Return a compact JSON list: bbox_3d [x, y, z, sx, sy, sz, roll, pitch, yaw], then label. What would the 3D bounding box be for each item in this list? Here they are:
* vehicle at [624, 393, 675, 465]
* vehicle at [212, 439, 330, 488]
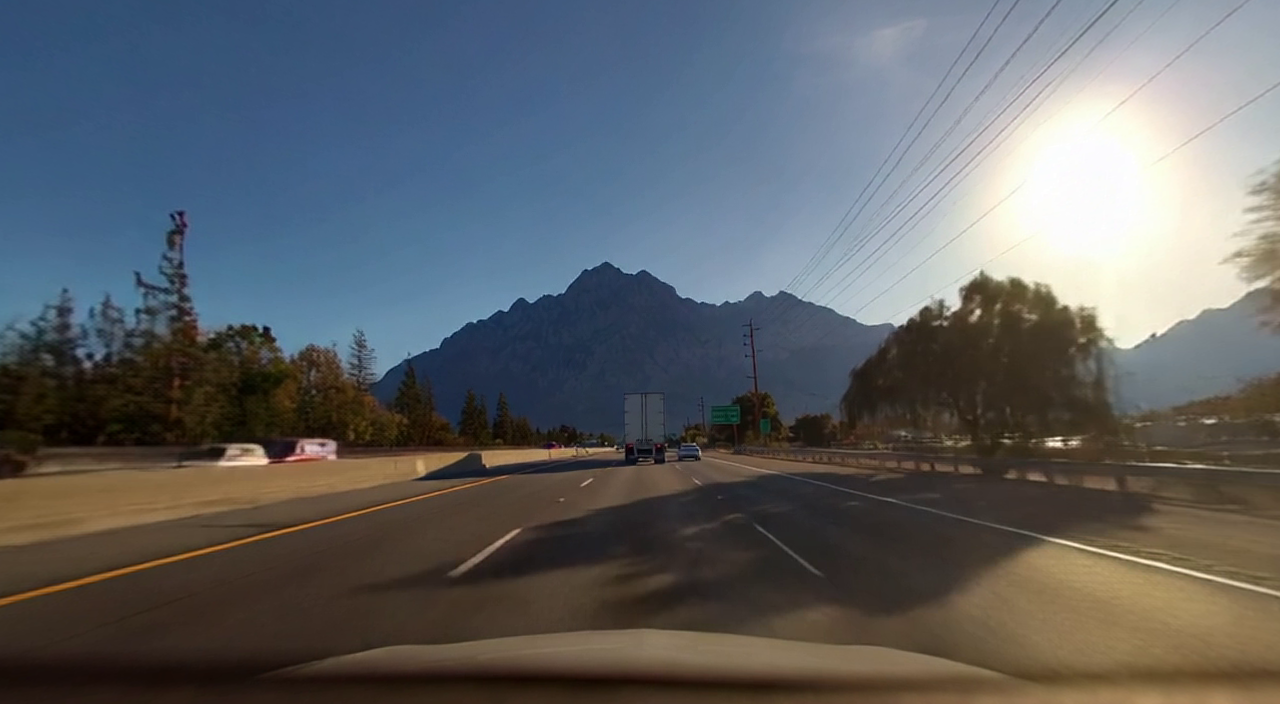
[{"bbox_3d":[0.466,5.272,41.865,2.919,4.101,11.541,0,-8,-1],"label":"vehicle"},{"bbox_3d":[-16.466,4.958,28.510,2.303,1.977,4.922,0,-8,0],"label":"vehicle"}]
